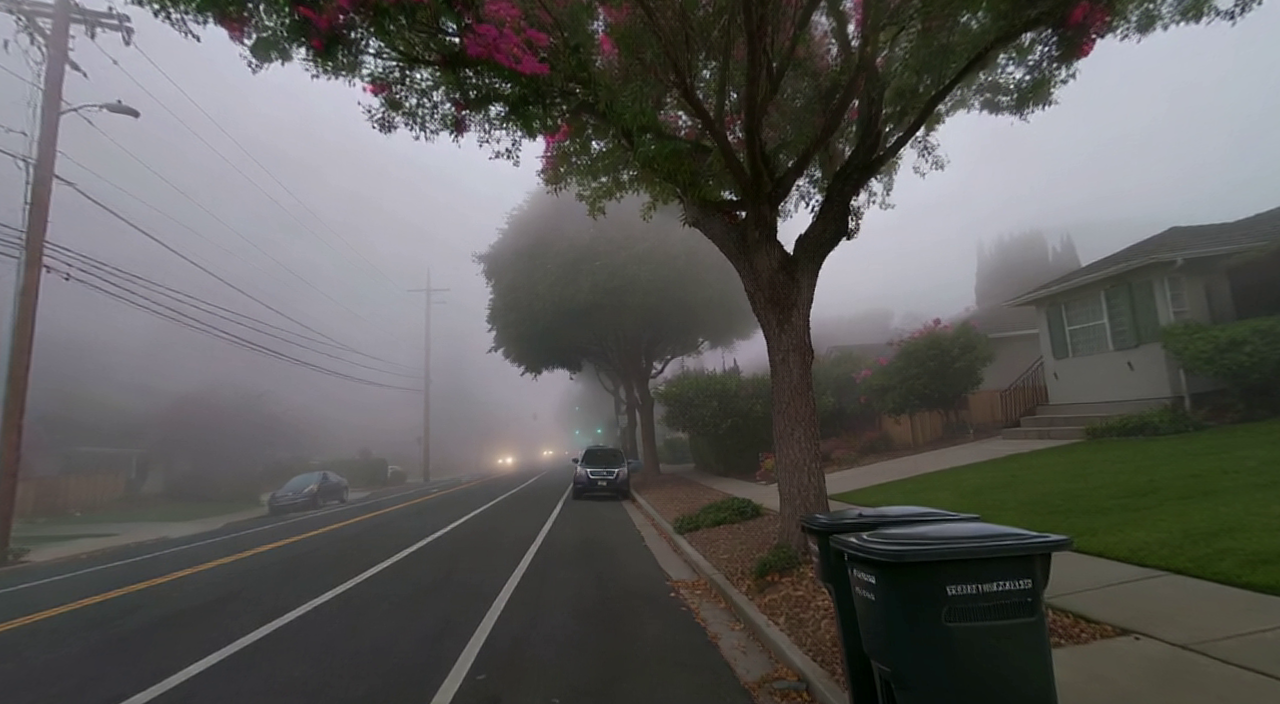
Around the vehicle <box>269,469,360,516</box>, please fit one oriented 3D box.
[{"bbox_3d":[-13.762,5.920,26.980,1.982,1.660,4.142,1,-8,-6],"label":"vehicle"}]

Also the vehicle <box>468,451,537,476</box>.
[{"bbox_3d":[-10.489,8.494,48.275,4.723,1.679,2.218,-5,-10,19],"label":"vehicle"}]

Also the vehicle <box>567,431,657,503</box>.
[{"bbox_3d":[-0.824,3.081,17.386,2.190,1.708,4.115,0,-8,-4],"label":"vehicle"}]
